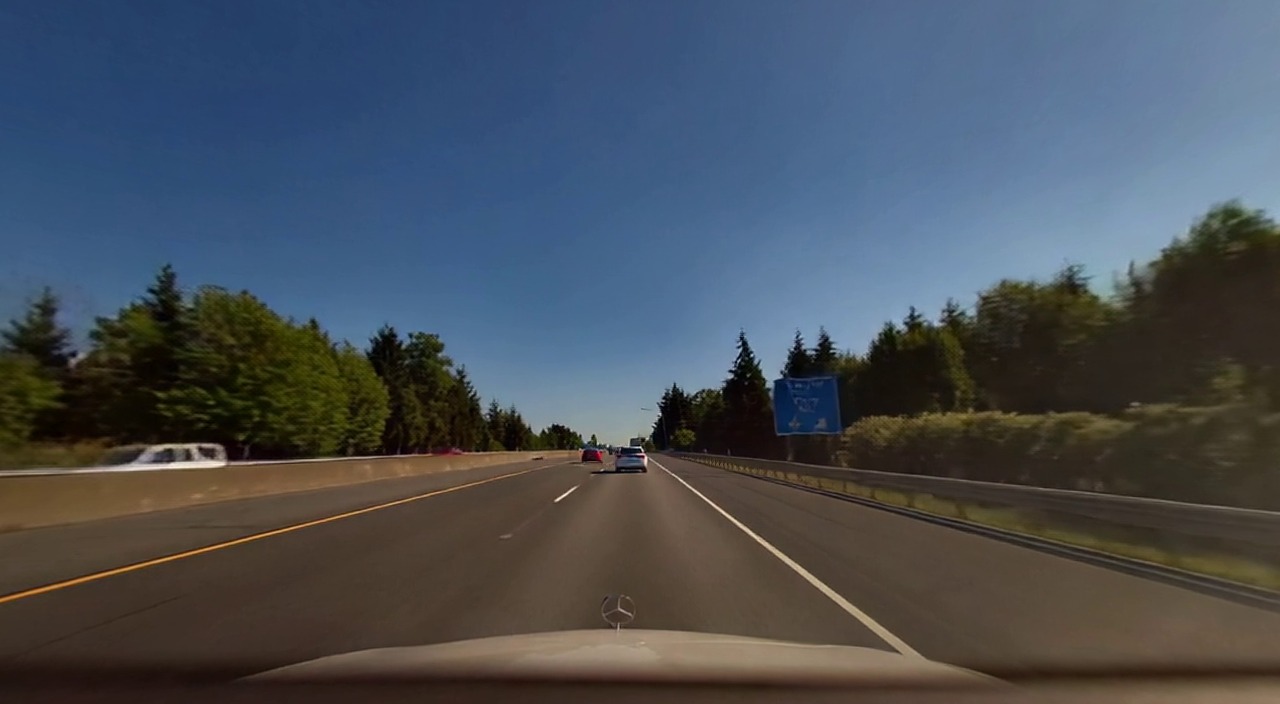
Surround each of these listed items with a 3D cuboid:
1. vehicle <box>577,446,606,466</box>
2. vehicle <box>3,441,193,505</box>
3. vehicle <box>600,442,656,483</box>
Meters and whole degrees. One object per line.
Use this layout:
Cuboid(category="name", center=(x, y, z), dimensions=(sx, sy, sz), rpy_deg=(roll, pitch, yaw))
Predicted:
Cuboid(category="vehicle", center=(-3.767, 8.082, 48.903), dimensions=(1.994, 1.470, 3.752), rpy_deg=(-1, -9, 0))
Cuboid(category="vehicle", center=(-16.987, 3.768, 20.061), dimensions=(1.955, 1.764, 4.585), rpy_deg=(-1, -9, 0))
Cuboid(category="vehicle", center=(-0.467, 4.407, 25.200), dimensions=(2.066, 1.490, 3.759), rpy_deg=(-1, -9, 0))
